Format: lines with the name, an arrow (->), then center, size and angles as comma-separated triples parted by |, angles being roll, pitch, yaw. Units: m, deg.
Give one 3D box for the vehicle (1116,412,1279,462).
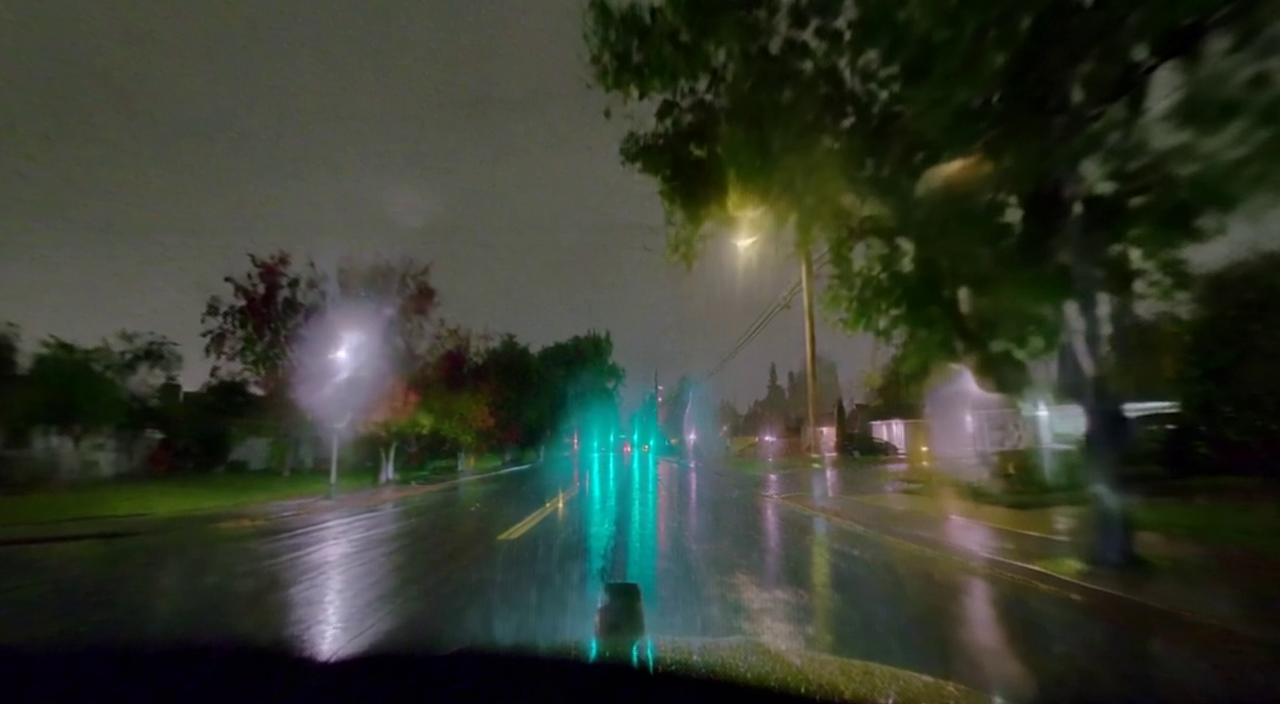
vehicle -> 18.863, 2.884, 21.327 | 3.730, 1.604, 2.027 | 0, -8, 1
